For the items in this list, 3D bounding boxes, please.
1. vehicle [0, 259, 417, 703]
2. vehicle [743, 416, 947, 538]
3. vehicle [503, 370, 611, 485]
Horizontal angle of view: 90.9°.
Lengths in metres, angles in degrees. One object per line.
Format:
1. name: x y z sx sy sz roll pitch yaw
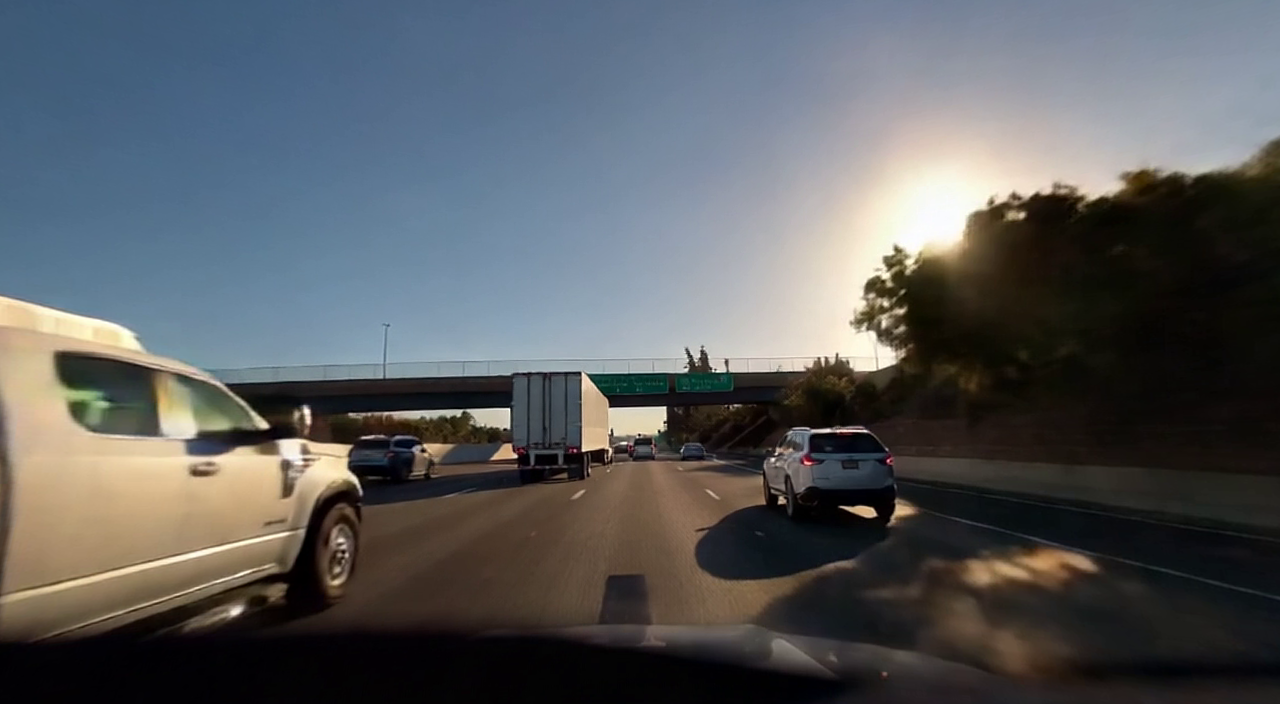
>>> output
1. vehicle: -3.590 0.796 2.929 2.645 2.023 6.491 0 -8 1
2. vehicle: 3.194 2.048 10.935 2.028 1.658 4.334 0 -8 -1
3. vehicle: -3.328 3.816 30.445 2.869 4.108 15.564 0 -8 1
